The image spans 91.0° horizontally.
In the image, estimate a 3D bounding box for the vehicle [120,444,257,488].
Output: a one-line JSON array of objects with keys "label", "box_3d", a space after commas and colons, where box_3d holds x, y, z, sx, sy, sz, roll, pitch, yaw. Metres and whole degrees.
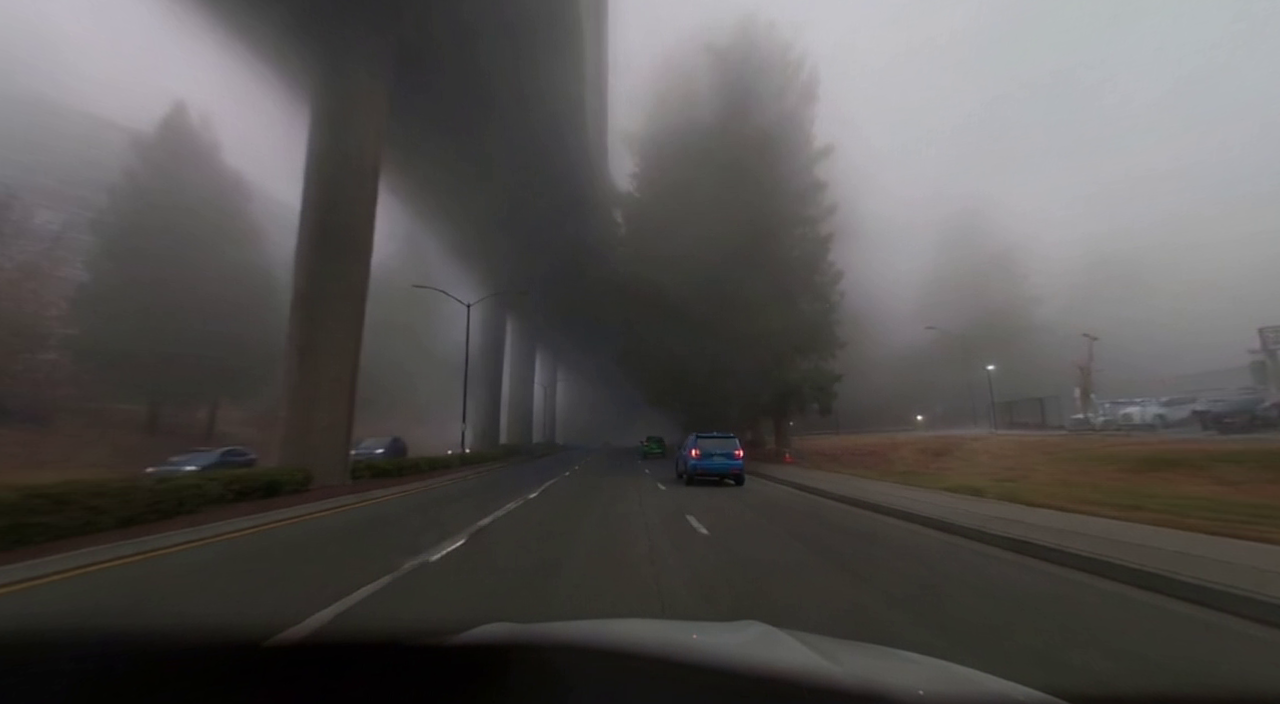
[{"label": "vehicle", "box_3d": [-16.863, 4.253, 23.870, 1.883, 1.506, 4.535, 0, -8, -2]}]

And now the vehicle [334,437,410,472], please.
[{"label": "vehicle", "box_3d": [-13.902, 5.337, 33.000, 2.052, 1.690, 4.458, 0, -8, -1]}]

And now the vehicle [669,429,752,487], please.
[{"label": "vehicle", "box_3d": [2.211, 3.519, 21.098, 2.110, 1.712, 4.489, 0, -8, -2]}]
